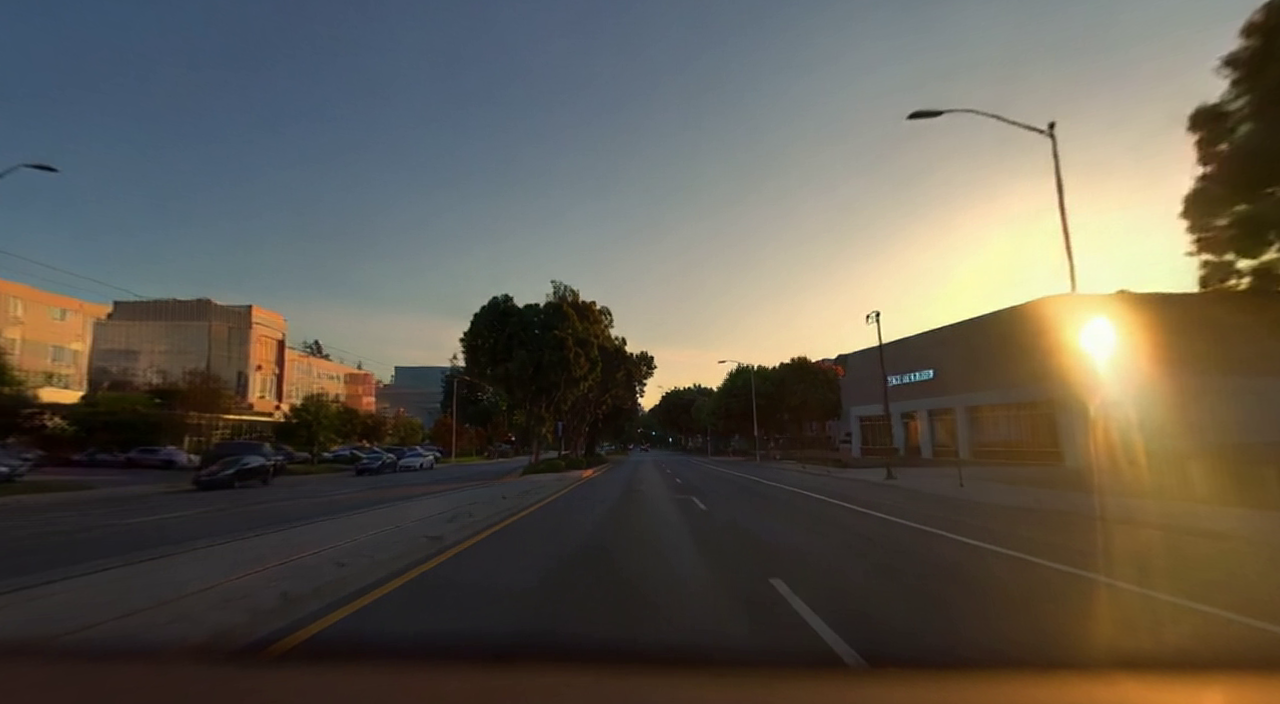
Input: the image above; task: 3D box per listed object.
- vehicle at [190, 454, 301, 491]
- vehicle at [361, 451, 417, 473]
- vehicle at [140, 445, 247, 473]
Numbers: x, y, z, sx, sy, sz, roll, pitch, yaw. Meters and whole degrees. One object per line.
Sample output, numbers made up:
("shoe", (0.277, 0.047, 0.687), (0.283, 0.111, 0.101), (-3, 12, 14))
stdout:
("vehicle", (-18.906, 5.776, 30.413), (2.121, 1.567, 5.042), (0, -9, 0))
("vehicle", (-18.692, 8.188, 47.039), (2.034, 1.562, 4.828), (-1, -9, 3))
("vehicle", (-26.519, 6.361, 37.460), (4.727, 1.611, 1.960), (1, -9, -7))
